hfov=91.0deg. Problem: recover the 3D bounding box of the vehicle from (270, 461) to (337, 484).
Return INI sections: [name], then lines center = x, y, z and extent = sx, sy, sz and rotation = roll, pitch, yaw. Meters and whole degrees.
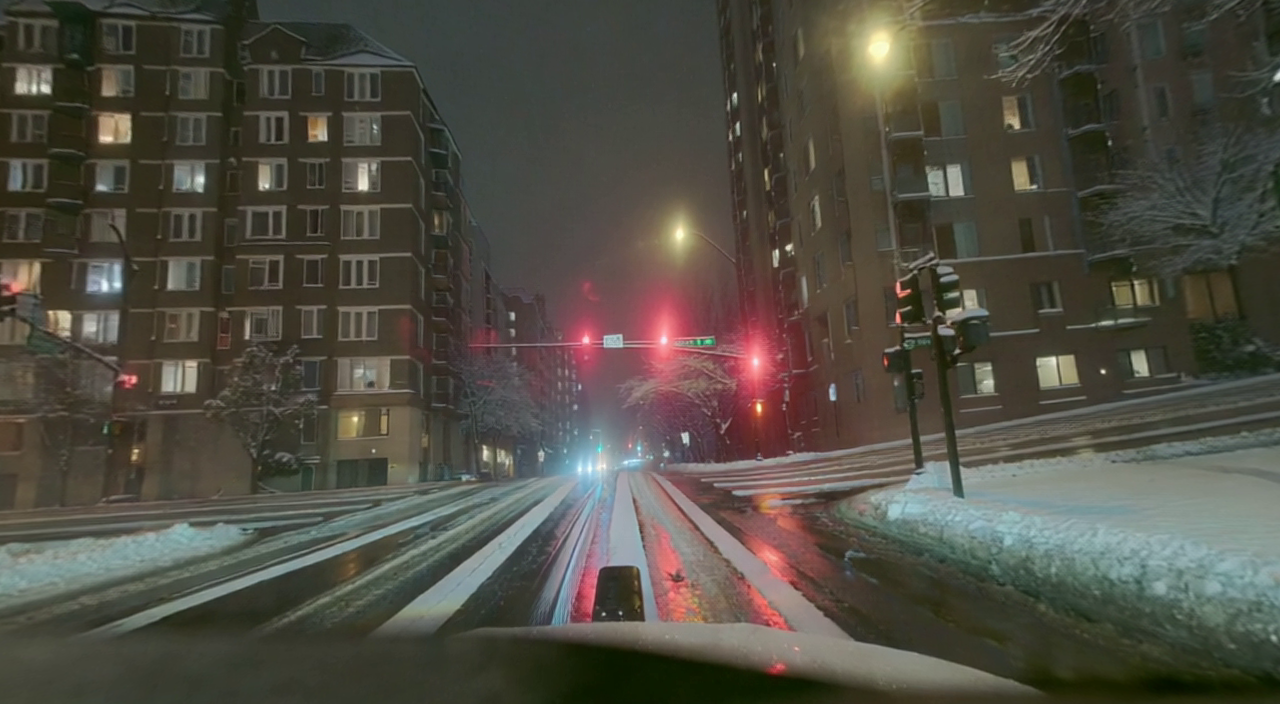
[vehicle]
center = -24.663, 8.814, 46.280
extent = 3.882, 1.600, 1.768
rotation = 0, -9, 2
